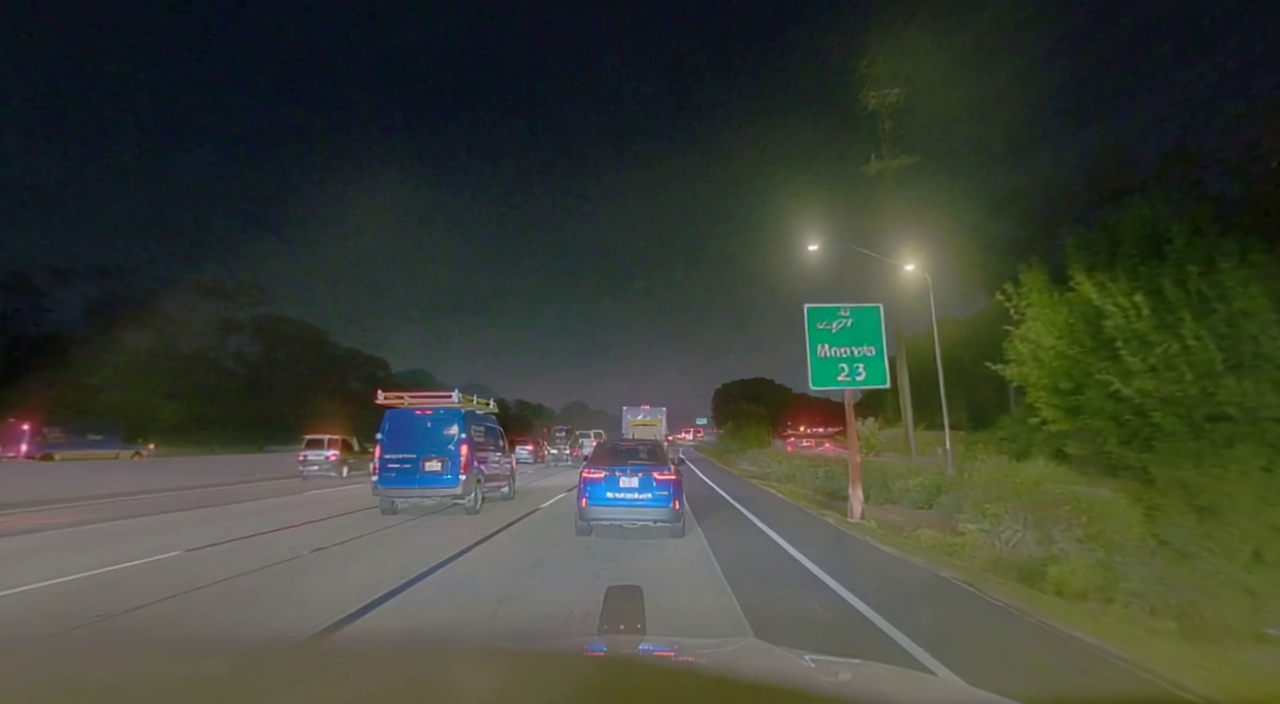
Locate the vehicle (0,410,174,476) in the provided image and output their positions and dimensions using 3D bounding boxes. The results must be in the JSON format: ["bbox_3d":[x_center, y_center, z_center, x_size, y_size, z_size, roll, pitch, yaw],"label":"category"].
[{"bbox_3d":[-37.389,6.082,41.973,2.933,3.731,11.455,-1,-8,4],"label":"vehicle"}]

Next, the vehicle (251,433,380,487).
[{"bbox_3d":[-11.415,3.829,22.582,2.000,1.695,4.806,0,-8,1],"label":"vehicle"}]

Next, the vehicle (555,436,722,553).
[{"bbox_3d":[-0.023,2.067,9.863,2.054,1.421,4.090,0,-8,0],"label":"vehicle"}]

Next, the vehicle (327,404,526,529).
[{"bbox_3d":[-3.784,2.140,12.220,2.142,1.952,4.556,0,-8,1],"label":"vehicle"}]
